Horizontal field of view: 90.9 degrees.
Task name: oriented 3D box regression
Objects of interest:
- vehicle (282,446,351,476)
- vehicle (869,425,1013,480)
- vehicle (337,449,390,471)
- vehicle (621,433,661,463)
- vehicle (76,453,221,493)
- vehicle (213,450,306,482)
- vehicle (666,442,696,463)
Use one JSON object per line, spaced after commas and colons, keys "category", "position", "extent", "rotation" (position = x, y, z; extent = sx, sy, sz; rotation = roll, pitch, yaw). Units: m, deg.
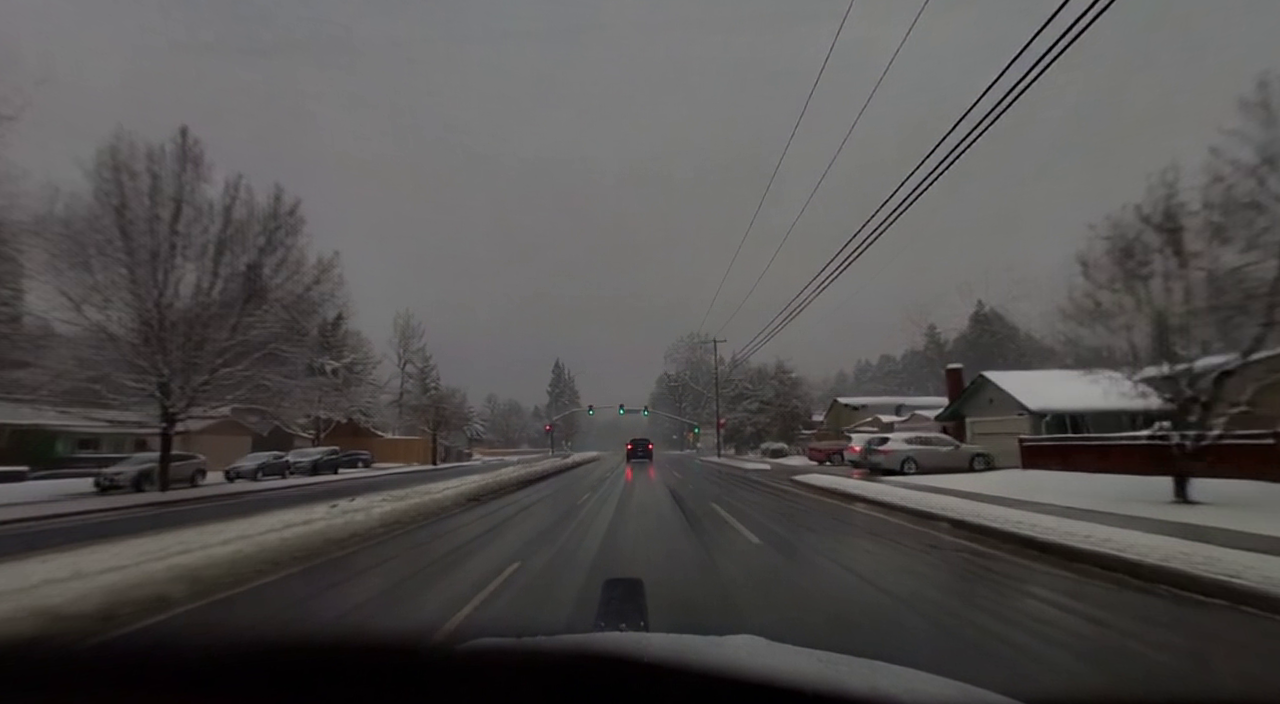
{"category": "vehicle", "position": [-20.282, 6.827, 39.756], "extent": [1.973, 1.700, 4.475], "rotation": [0, -8, -1]}
{"category": "vehicle", "position": [11.544, 3.884, 24.482], "extent": [4.305, 1.997, 2.453], "rotation": [0, -9, -1]}
{"category": "vehicle", "position": [-20.455, 7.958, 46.814], "extent": [1.865, 1.506, 4.706], "rotation": [0, -8, -1]}
{"category": "vehicle", "position": [0.030, 7.037, 46.220], "extent": [2.769, 2.087, 5.130], "rotation": [0, -8, -1]}
{"category": "vehicle", "position": [-20.414, 5.013, 26.512], "extent": [2.178, 1.484, 4.726], "rotation": [0, -9, 2]}
{"category": "vehicle", "position": [-20.117, 6.024, 33.585], "extent": [2.050, 1.501, 4.588], "rotation": [0, -9, 1]}
{"category": "vehicle", "position": [3.061, 7.590, 47.880], "extent": [2.002, 1.511, 4.124], "rotation": [0, -8, -1]}
